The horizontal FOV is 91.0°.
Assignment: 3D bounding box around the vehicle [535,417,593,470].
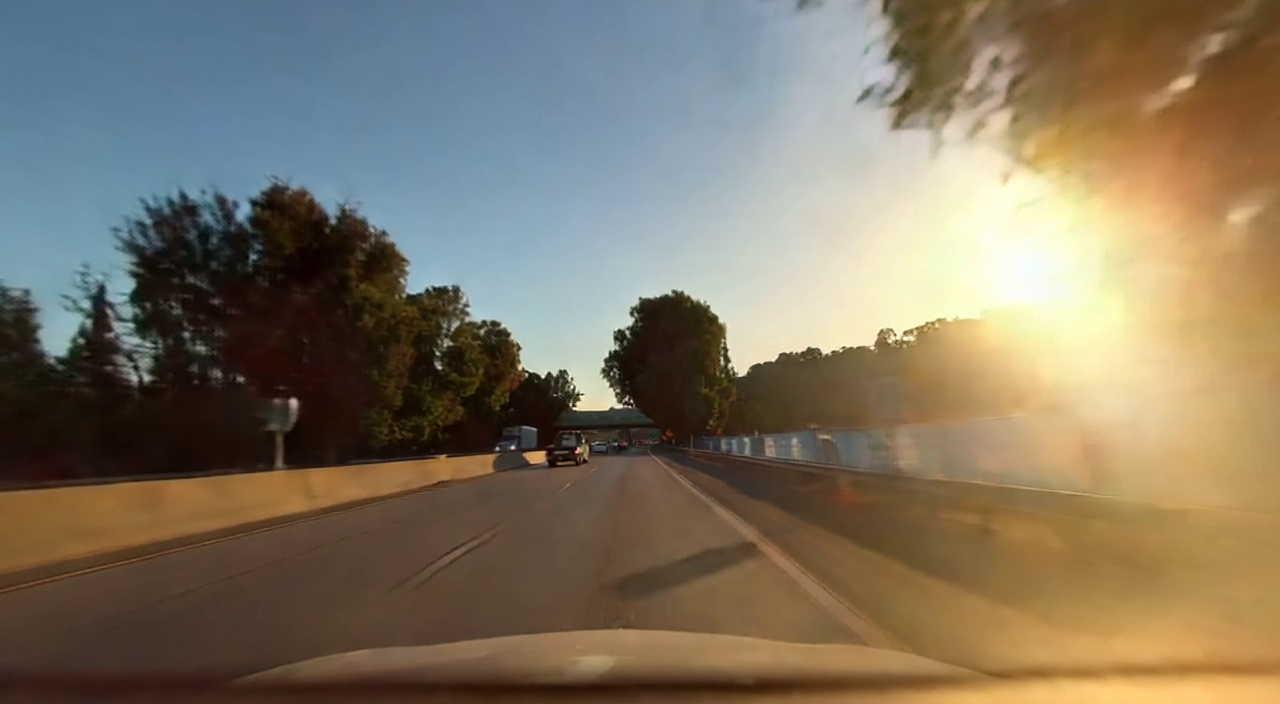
[{"bbox_3d":[-4.006,4.967,34.317,2.484,2.625,5.907,0,-8,-1],"label":"vehicle"}]
